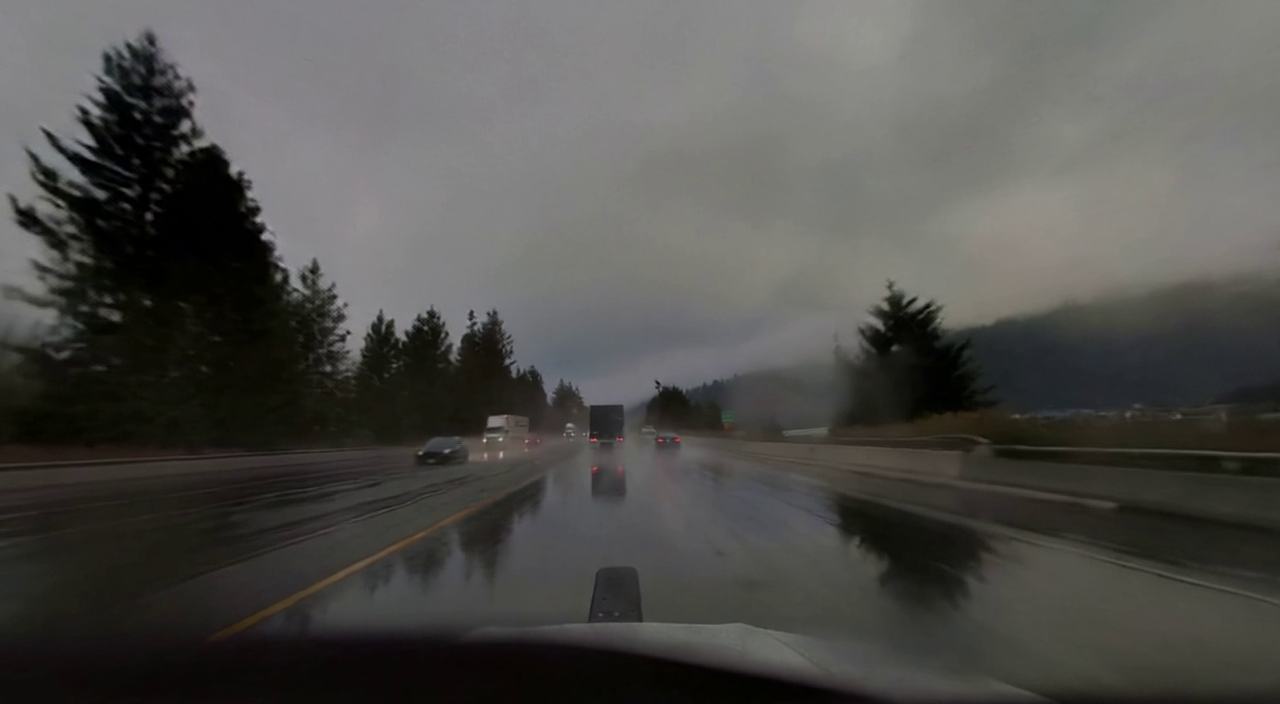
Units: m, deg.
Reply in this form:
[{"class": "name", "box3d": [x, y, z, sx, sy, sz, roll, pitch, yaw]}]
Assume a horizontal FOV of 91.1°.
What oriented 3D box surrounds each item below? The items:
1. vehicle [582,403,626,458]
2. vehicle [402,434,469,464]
[{"class": "vehicle", "box3d": [-2.153, 4.881, 38.946, 2.450, 3.098, 6.965, 0, -8, -2]}, {"class": "vehicle", "box3d": [-10.595, 5.047, 32.922, 2.002, 1.467, 4.406, 0, -8, 0]}]
